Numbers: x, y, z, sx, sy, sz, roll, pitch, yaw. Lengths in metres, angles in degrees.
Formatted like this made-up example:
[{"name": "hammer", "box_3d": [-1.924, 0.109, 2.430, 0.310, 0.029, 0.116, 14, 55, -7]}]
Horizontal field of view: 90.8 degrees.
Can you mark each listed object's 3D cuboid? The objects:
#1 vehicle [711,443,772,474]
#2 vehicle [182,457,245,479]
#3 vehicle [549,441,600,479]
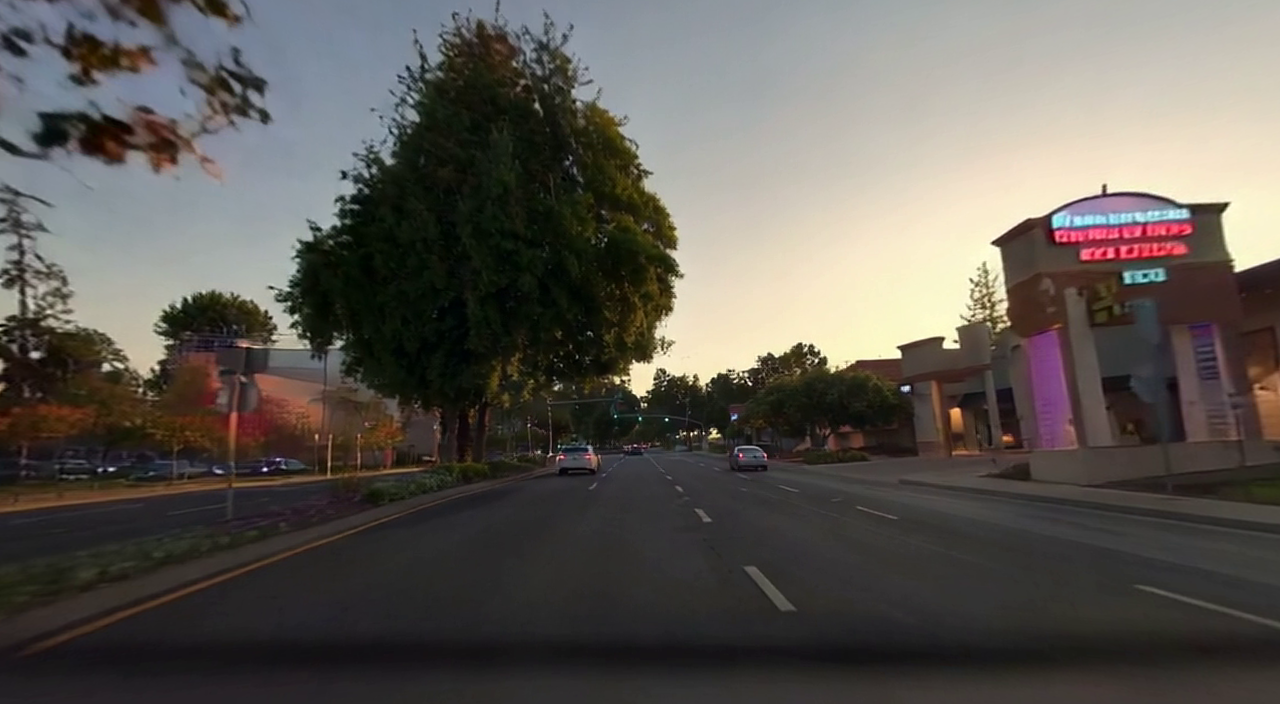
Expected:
[{"name": "vehicle", "box_3d": [5.221, 5.540, 33.187, 2.075, 1.475, 4.571, 0, -8, -5]}, {"name": "vehicle", "box_3d": [-32.821, 8.899, 48.769, 1.847, 1.512, 4.347, 0, -9, -1]}, {"name": "vehicle", "box_3d": [-2.883, 4.857, 28.791, 2.072, 1.545, 4.578, 0, -8, -3]}]
